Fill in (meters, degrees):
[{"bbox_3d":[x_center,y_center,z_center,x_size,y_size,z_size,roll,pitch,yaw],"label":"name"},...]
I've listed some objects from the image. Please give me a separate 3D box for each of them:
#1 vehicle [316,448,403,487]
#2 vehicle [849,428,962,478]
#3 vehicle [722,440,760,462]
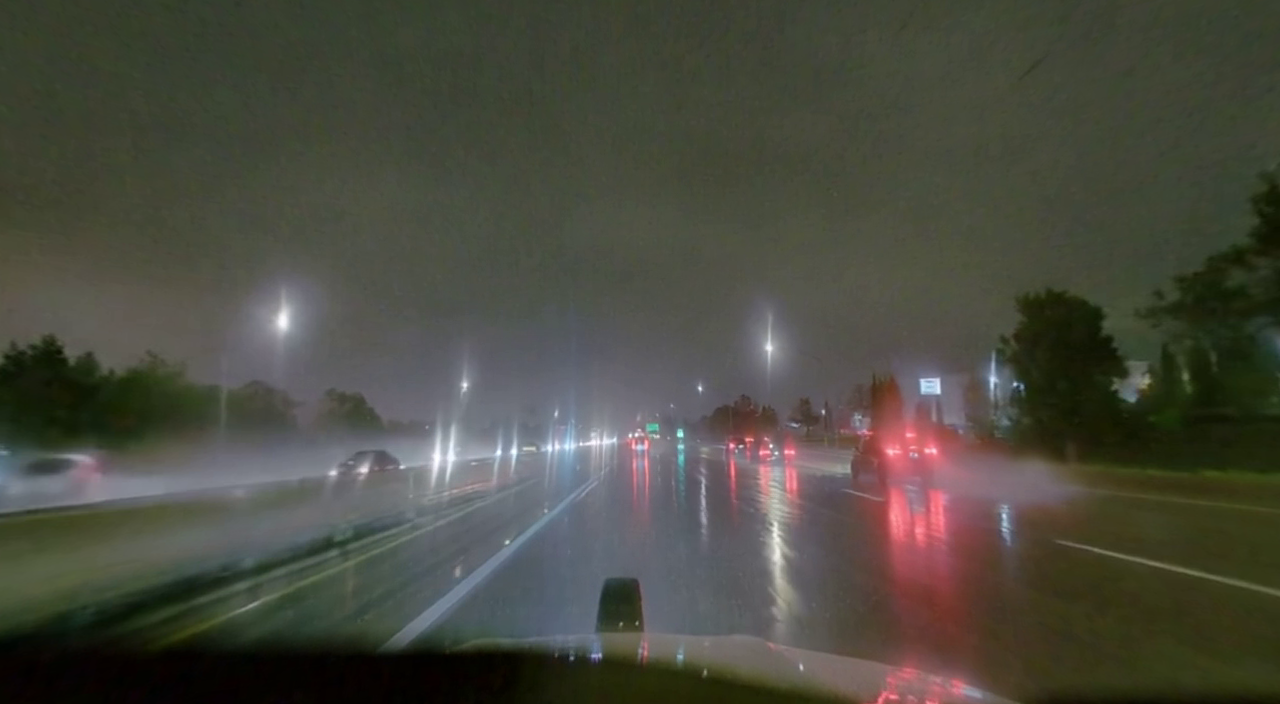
[{"bbox_3d":[-11.947,4.912,27.099,1.873,1.507,3.906,0,-9,1],"label":"vehicle"},{"bbox_3d":[11.151,4.326,27.076,2.387,1.936,5.646,0,-9,0],"label":"vehicle"},{"bbox_3d":[7.600,7.468,47.694,2.053,1.553,4.463,0,-9,-1],"label":"vehicle"}]
